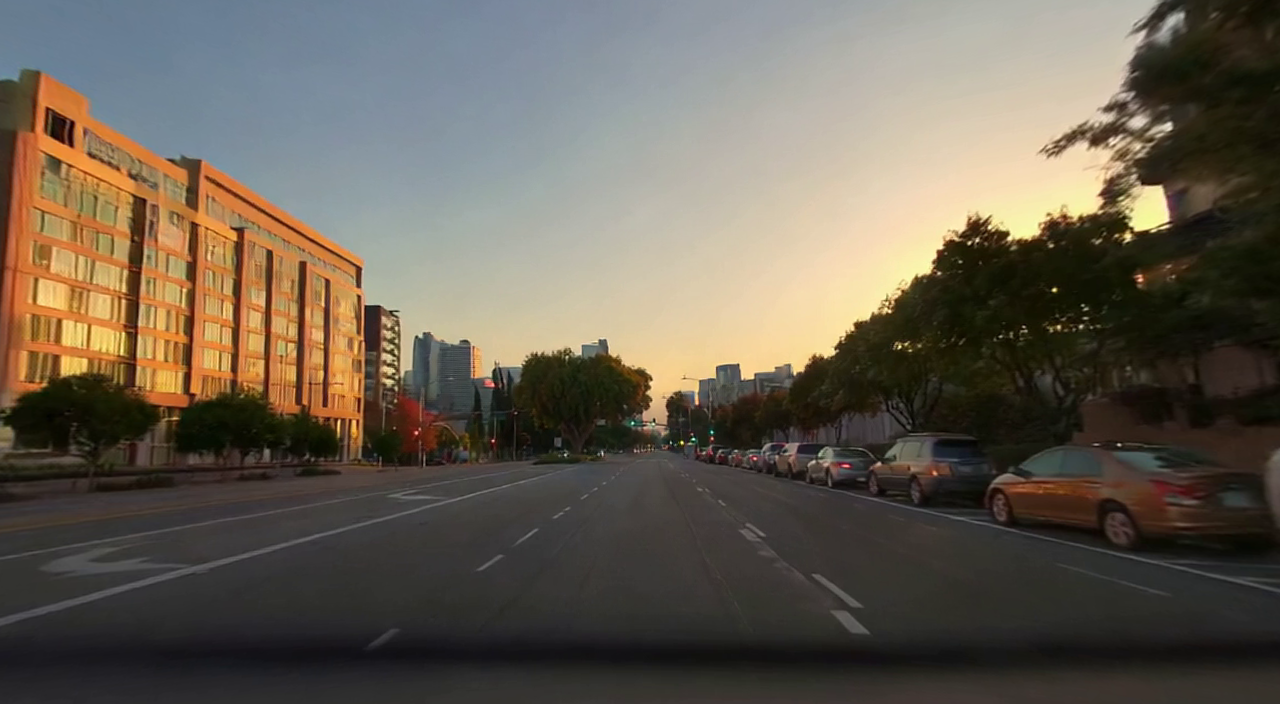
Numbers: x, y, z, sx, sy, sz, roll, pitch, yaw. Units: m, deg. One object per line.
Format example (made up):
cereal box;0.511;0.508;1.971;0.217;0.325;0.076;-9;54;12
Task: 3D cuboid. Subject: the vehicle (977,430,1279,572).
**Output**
vehicle;6.863;1.928;8.956;1.816;1.502;4.363;0;-9;2

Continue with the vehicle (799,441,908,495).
vehicle;6.746;3.716;20.488;2.020;1.520;4.876;0;-9;3

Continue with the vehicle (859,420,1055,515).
vehicle;6.851;2.563;14.347;1.983;1.772;4.833;0;-9;1
